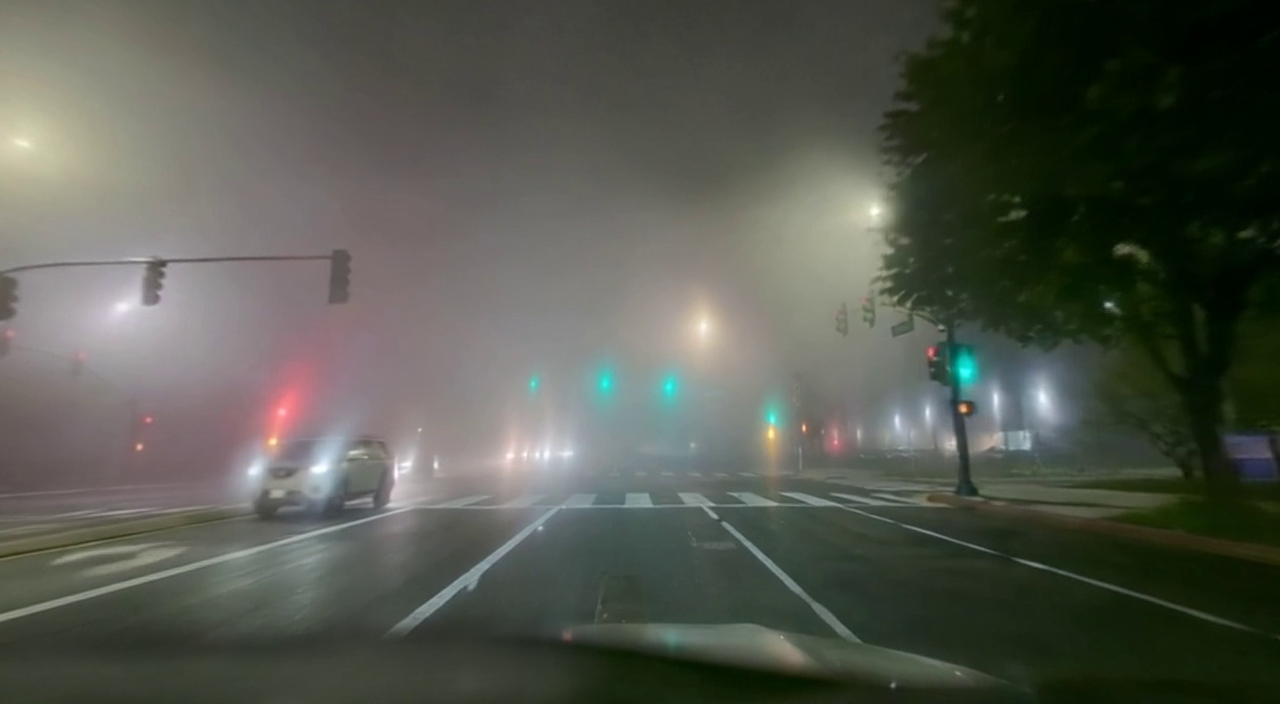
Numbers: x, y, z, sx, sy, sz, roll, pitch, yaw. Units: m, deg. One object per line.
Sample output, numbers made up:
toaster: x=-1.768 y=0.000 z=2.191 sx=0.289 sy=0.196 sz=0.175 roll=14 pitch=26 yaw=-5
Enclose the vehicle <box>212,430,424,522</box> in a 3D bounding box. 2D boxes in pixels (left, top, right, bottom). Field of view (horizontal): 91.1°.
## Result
vehicle: x=-6.471 y=2.536 z=13.457 sx=1.876 sy=1.570 sz=4.980 roll=0 pitch=-9 yaw=0
